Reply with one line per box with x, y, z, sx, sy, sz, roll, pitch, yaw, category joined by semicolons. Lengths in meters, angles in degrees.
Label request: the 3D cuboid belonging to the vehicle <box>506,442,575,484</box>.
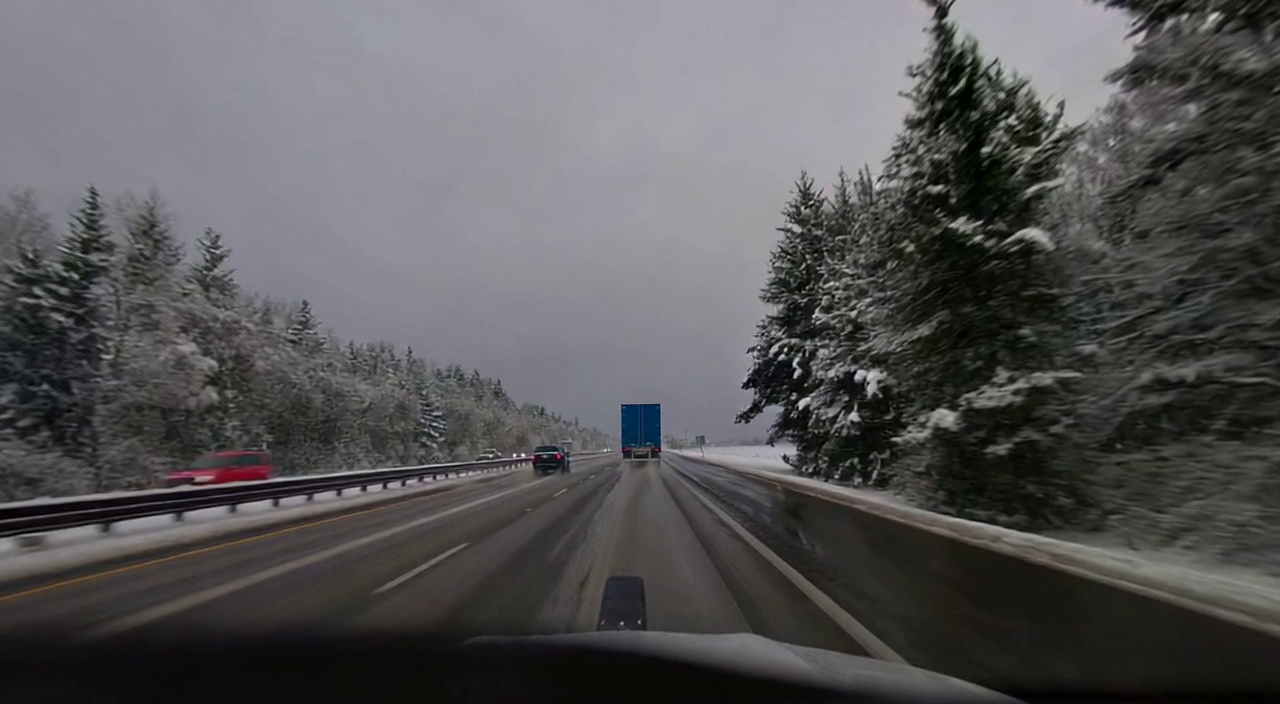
-3.967;4.490;25.793;2.063;1.583;4.049;0;-9;1;vehicle

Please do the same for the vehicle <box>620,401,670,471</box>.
0.350;5.576;41.252;2.899;3.966;10.053;0;-9;1;vehicle
